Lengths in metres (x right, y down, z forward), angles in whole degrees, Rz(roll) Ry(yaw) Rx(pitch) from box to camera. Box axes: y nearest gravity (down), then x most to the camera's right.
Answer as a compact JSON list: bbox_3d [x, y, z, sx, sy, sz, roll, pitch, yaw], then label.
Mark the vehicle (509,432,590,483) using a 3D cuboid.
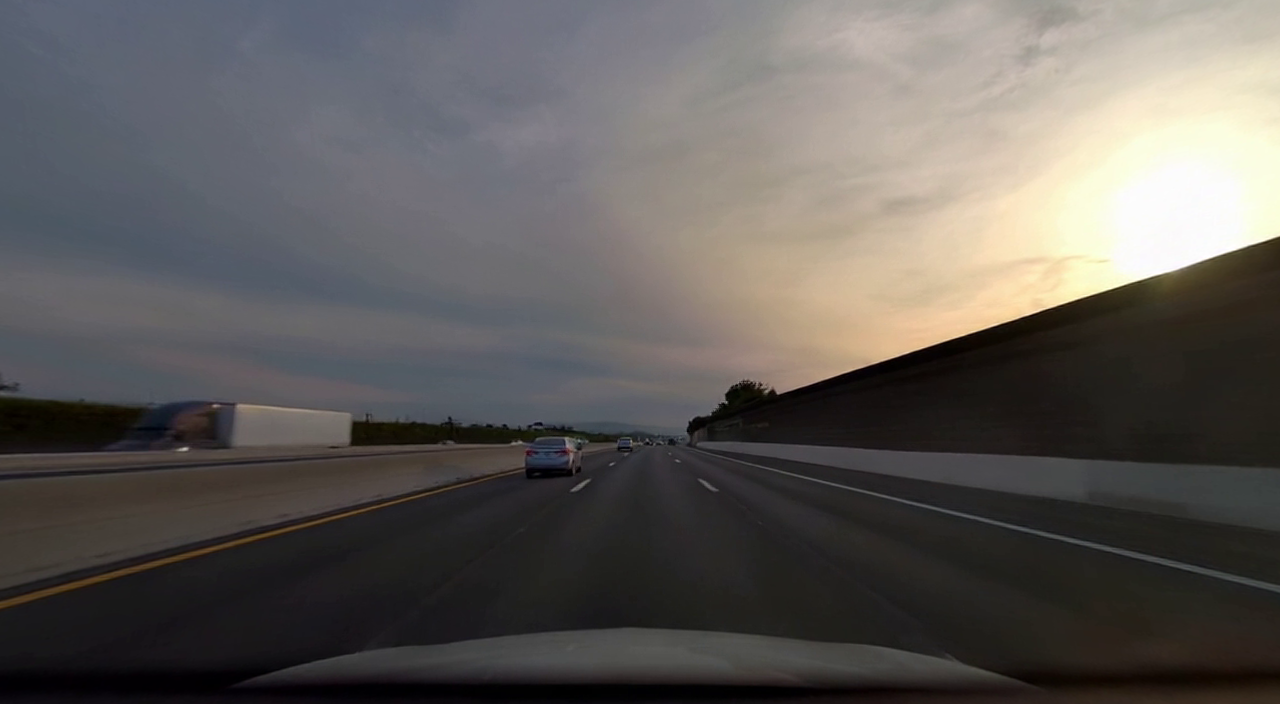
[{"bbox_3d":[-3.062,3.687,22.412,2.053,1.587,4.855,0,-8,2],"label":"vehicle"}]
